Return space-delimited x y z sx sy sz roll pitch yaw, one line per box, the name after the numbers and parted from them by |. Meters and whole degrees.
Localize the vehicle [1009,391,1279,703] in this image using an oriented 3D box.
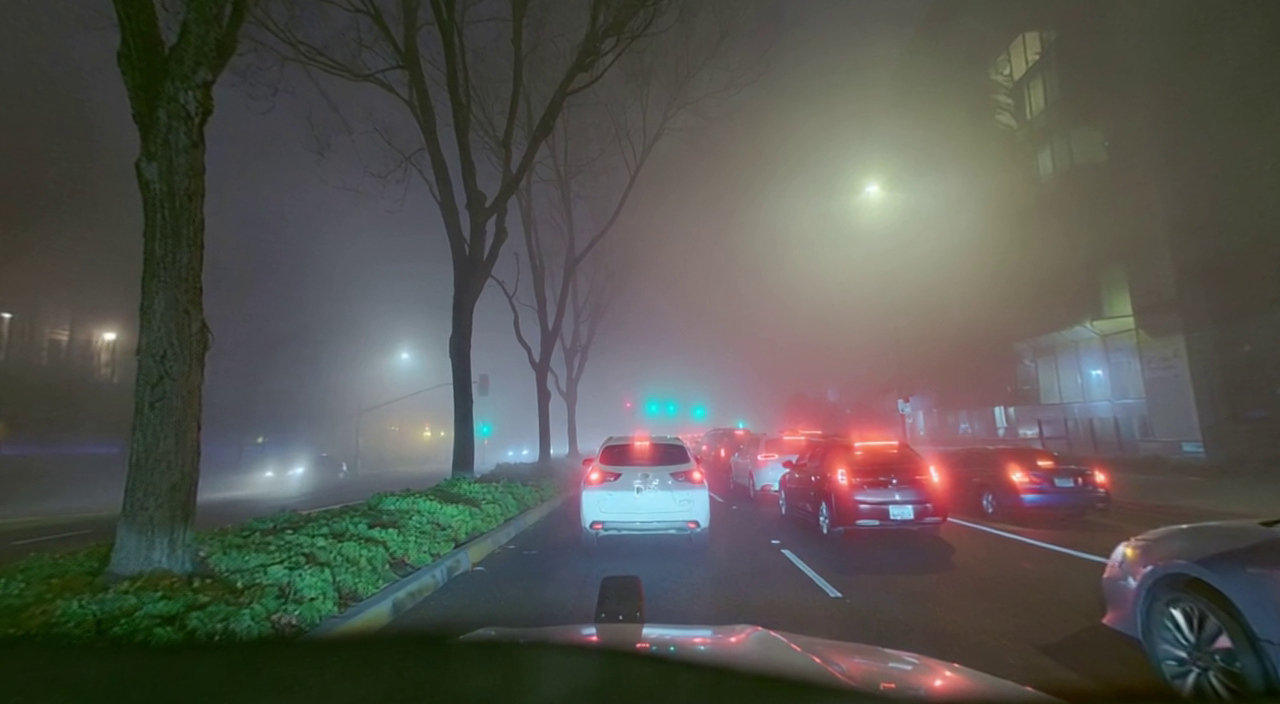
3.215 0.771 1.421 1.982 1.491 4.664 0 -8 1 | vehicle

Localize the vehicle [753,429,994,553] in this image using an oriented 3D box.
3.246 2.021 9.968 1.995 1.483 4.533 0 -8 -1 | vehicle

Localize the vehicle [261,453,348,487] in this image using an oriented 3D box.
-16.238 5.726 30.879 1.848 1.447 4.501 0 -8 -1 | vehicle

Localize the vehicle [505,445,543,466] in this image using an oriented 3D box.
-9.094 8.141 49.930 2.000 1.519 4.964 0 -8 1 | vehicle

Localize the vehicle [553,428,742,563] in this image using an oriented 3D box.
0.051 1.910 9.172 2.105 1.474 4.127 0 -8 -1 | vehicle
